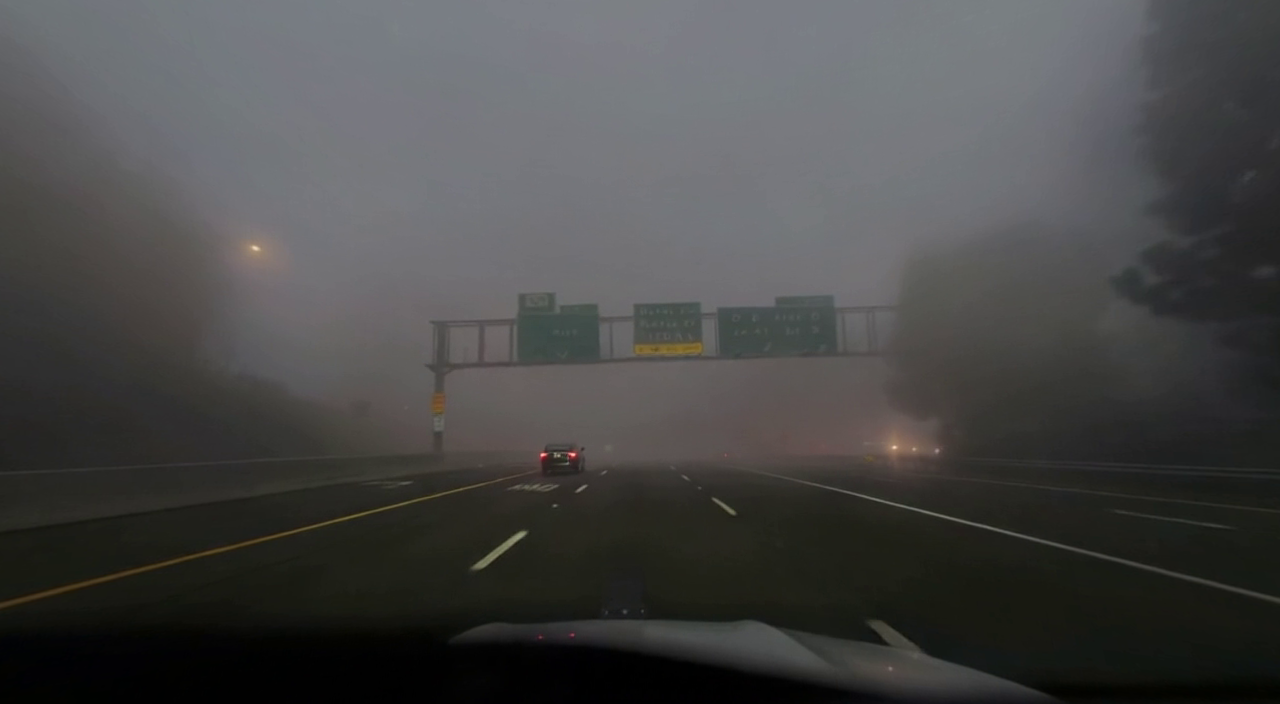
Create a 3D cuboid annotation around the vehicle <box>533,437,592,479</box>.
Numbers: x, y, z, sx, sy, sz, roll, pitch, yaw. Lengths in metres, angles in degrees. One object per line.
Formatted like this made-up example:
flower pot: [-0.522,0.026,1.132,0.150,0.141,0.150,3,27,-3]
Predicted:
vehicle: [-3.414,4.777,28.641,2.072,1.706,4.359,0,-8,1]
